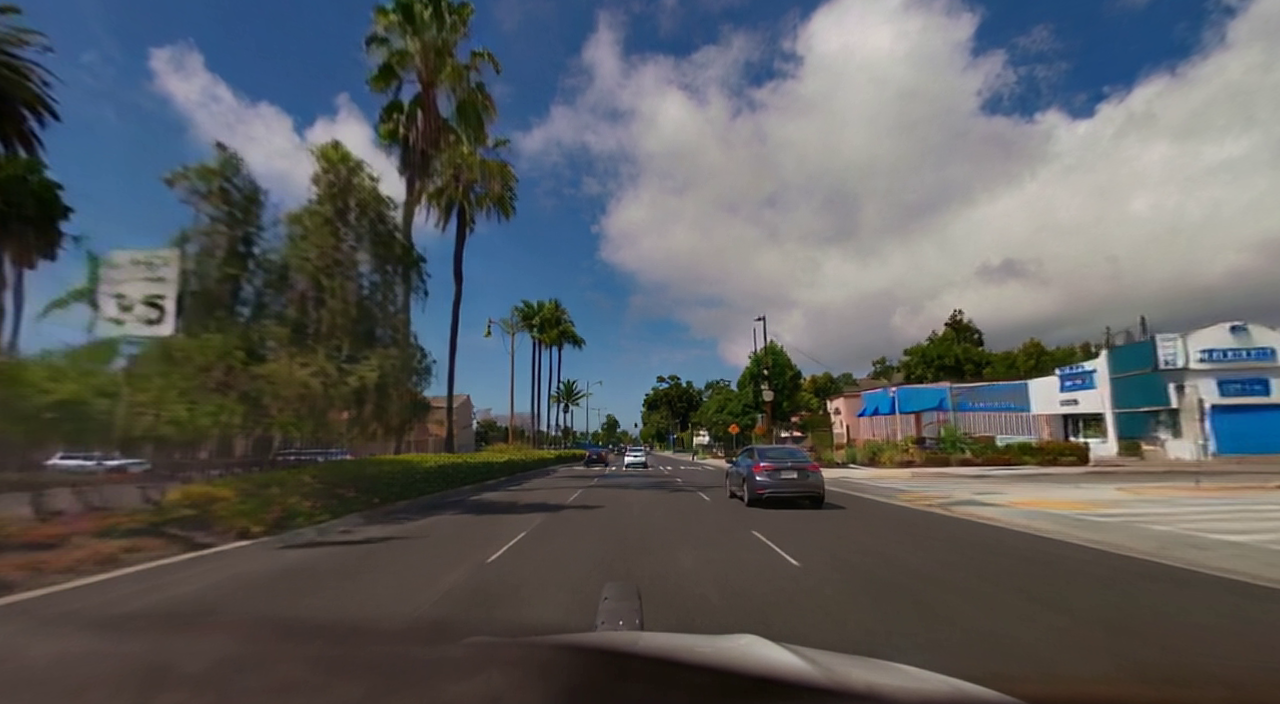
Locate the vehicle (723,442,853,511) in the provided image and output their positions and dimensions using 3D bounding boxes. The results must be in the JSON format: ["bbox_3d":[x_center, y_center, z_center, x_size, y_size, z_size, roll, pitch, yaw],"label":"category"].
[{"bbox_3d":[3.553,3.082,16.186,2.090,1.503,4.566,0,-9,-2],"label":"vehicle"}]

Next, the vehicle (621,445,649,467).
[{"bbox_3d":[-0.414,8.013,48.882,2.102,1.653,3.698,0,-9,-1],"label":"vehicle"}]

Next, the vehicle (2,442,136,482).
[{"bbox_3d":[-31.995,6.173,35.760,2.210,2.068,5.774,0,-9,-1],"label":"vehicle"}]

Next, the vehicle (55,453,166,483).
[{"bbox_3d":[-29.162,6.402,35.028,1.958,1.476,4.576,-2,-10,5],"label":"vehicle"}]
